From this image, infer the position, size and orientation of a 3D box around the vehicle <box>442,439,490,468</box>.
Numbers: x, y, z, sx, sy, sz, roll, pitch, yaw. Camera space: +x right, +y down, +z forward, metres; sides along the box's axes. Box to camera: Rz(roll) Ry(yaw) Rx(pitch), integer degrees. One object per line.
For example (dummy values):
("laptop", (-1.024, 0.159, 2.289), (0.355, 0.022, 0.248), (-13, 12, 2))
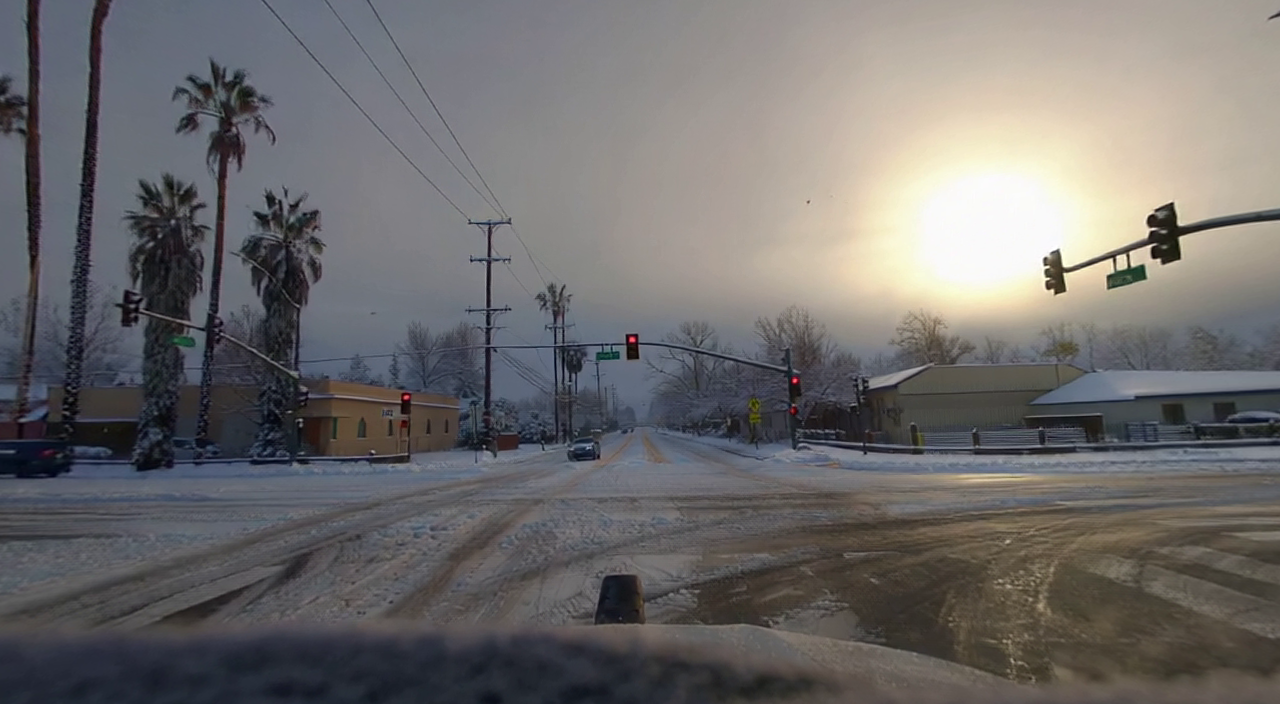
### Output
("vehicle", (-11.979, 6.989, 43.726), (2.016, 1.717, 4.287), (-2, -7, 1))

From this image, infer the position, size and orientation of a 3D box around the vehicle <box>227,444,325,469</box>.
("vehicle", (-22.315, 6.414, 38.836), (4.849, 1.444, 1.881), (0, -8, 1))

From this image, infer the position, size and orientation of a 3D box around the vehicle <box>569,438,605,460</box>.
("vehicle", (-3.709, 6.961, 45.293), (2.223, 1.490, 5.094), (0, -8, -1))

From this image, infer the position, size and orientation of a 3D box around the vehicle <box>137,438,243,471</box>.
("vehicle", (-25.903, 5.911, 36.465), (4.613, 1.820, 2.021), (-1, -9, 3))

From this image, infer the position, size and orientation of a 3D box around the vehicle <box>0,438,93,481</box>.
("vehicle", (-28.279, 4.850, 28.641), (4.837, 1.819, 2.041), (1, -9, -4))
